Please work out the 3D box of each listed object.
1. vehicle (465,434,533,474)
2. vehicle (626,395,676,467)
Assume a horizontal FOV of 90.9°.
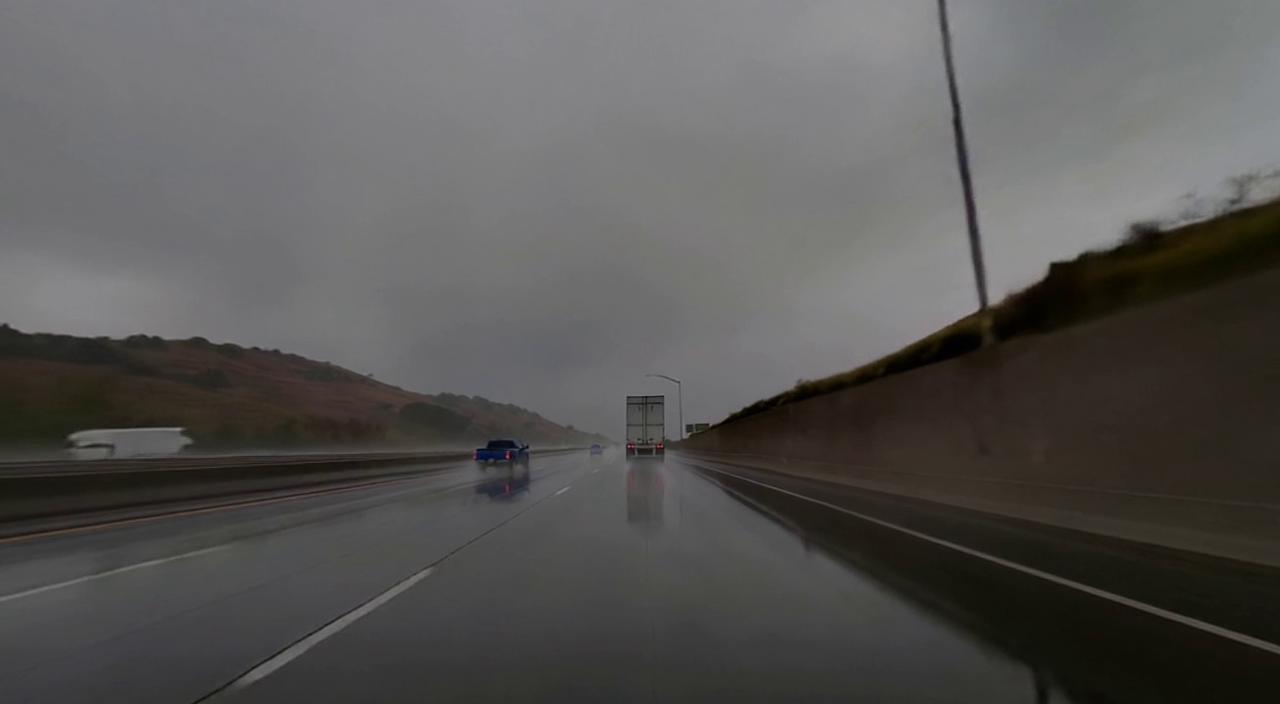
[{"bbox_3d":[-6.965,5.106,31.811,2.113,1.837,5.339,0,-8,1],"label":"vehicle"},{"bbox_3d":[0.730,5.791,45.110,2.951,4.229,15.519,0,-8,0],"label":"vehicle"}]
